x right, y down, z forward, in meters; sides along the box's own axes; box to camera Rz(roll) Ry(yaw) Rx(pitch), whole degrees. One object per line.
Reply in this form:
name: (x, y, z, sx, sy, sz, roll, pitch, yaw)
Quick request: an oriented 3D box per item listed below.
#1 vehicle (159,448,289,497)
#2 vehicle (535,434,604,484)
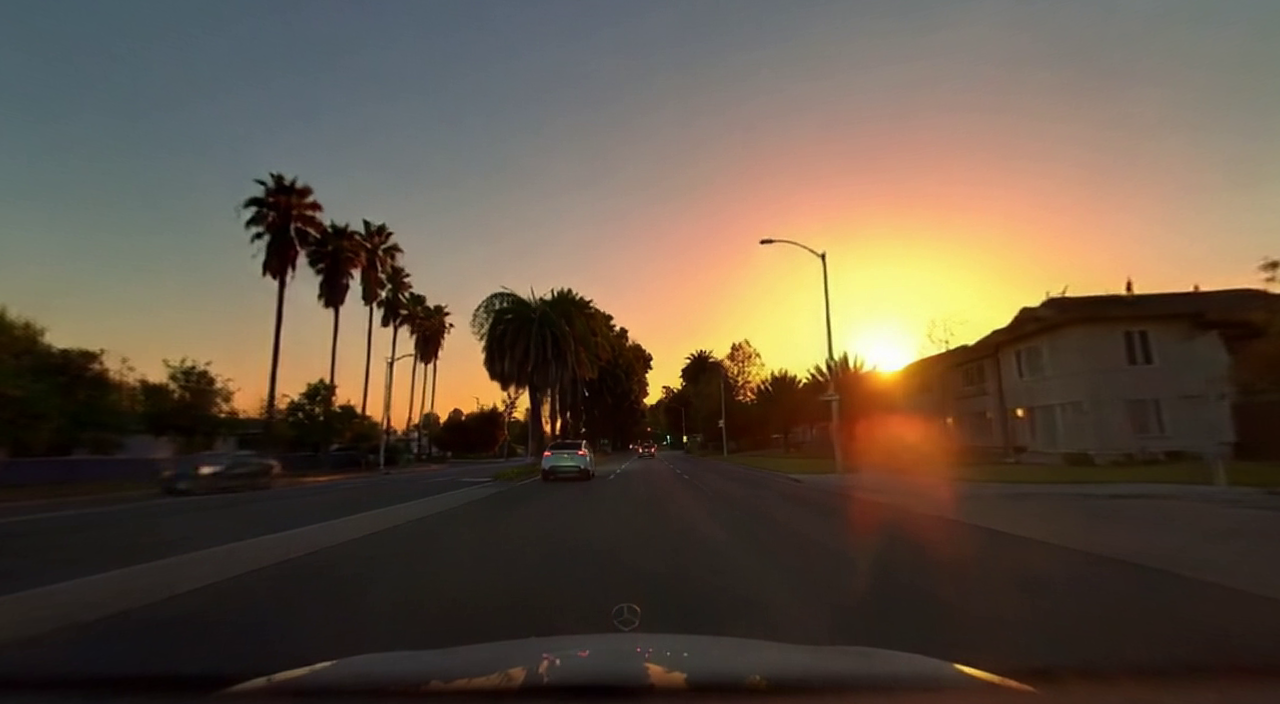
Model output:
vehicle: (-17.570, 5.058, 26.994, 2.105, 1.871, 4.969, 0, -9, 1)
vehicle: (-2.973, 4.699, 28.029, 2.370, 1.968, 5.698, 0, -9, 1)
